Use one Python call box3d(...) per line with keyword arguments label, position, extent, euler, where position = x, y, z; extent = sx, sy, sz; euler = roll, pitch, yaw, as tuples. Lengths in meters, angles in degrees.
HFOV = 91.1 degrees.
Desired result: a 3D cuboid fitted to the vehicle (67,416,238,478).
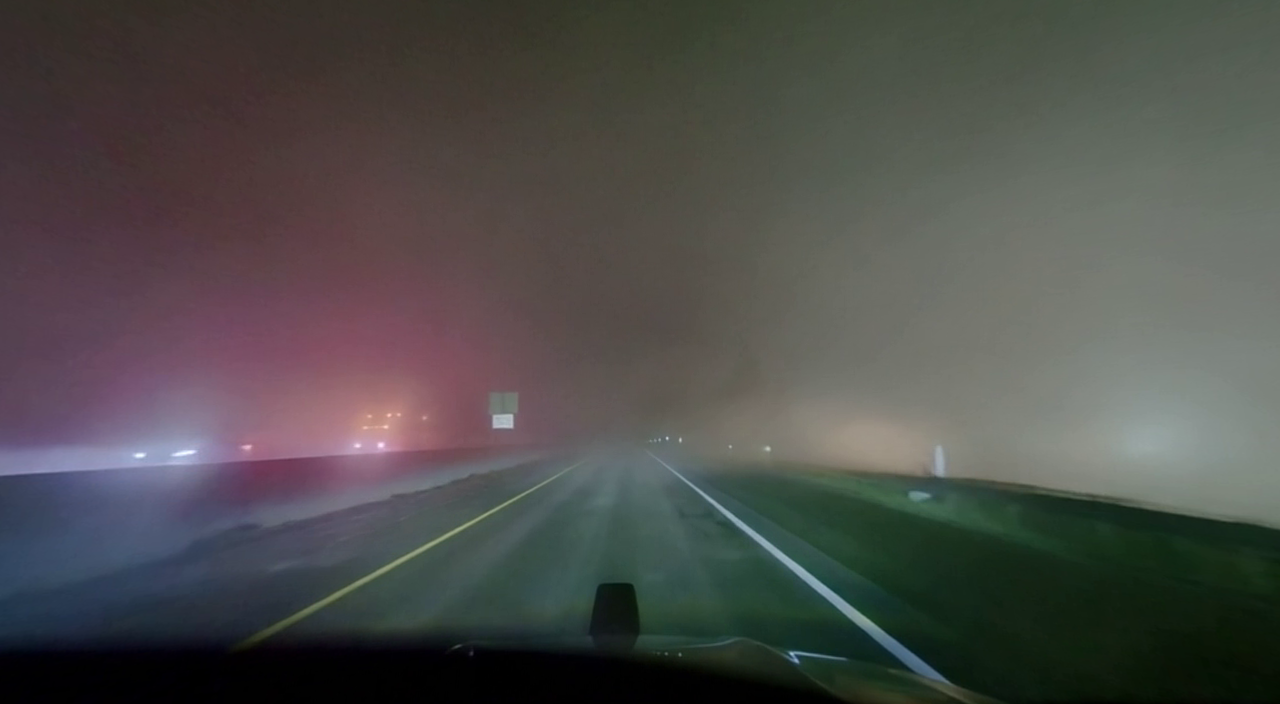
box3d(label="vehicle", position=(-19.343, 3.813, 25.454), extent=(2.254, 2.192, 5.787), euler=(0, -8, 0))
